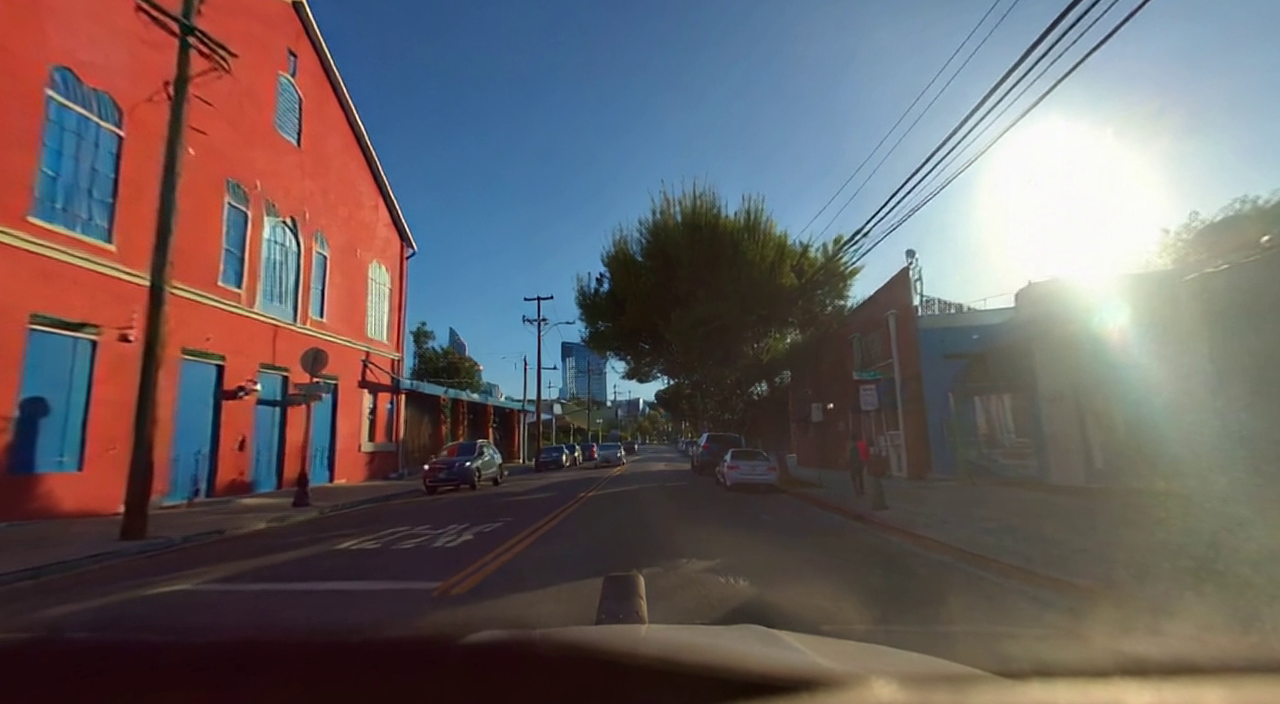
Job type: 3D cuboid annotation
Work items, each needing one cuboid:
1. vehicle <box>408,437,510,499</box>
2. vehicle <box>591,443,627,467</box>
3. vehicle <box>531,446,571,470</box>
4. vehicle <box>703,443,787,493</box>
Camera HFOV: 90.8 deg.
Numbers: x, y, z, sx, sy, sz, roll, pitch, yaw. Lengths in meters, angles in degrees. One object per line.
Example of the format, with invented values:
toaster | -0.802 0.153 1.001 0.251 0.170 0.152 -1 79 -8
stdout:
vehicle | -6.126 3.915 21.963 2.140 1.746 4.385 -4 -8 1
vehicle | -2.060 6.940 42.904 2.036 1.515 4.437 0 -8 2
vehicle | -5.816 6.966 41.666 1.844 1.486 4.474 -1 -8 2
vehicle | 3.324 3.774 21.002 1.966 1.471 4.552 0 -8 -1
